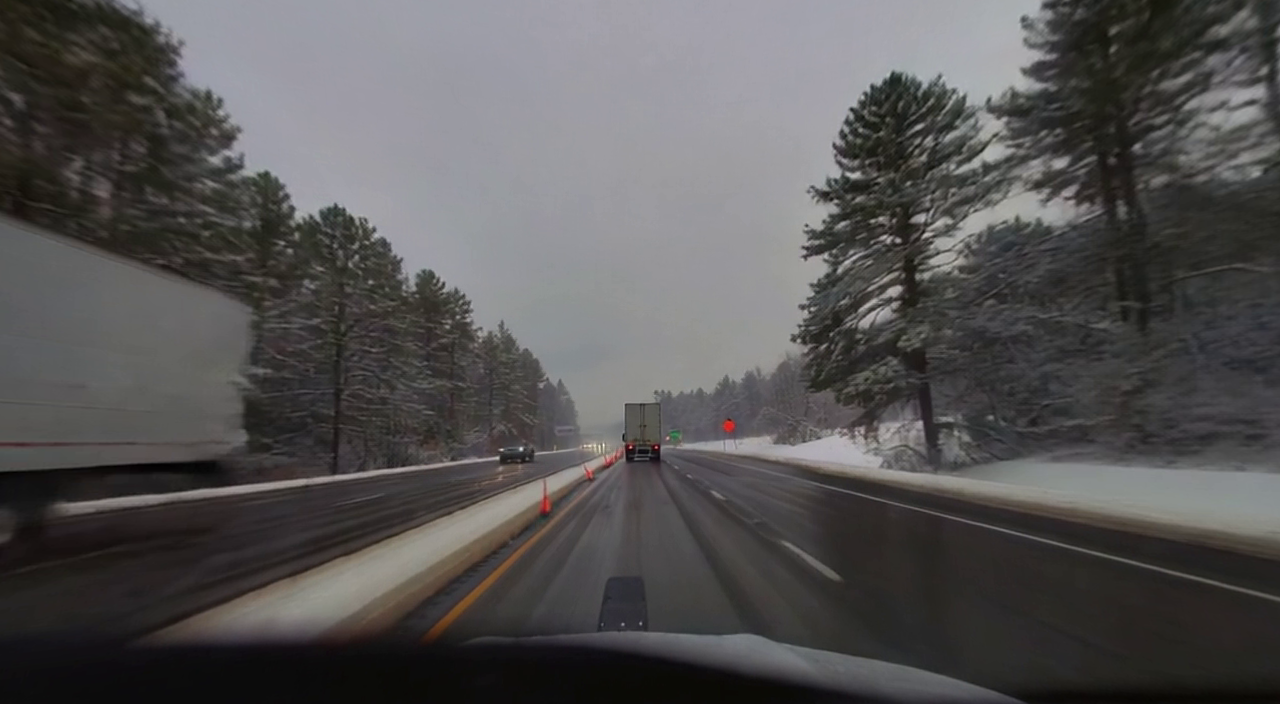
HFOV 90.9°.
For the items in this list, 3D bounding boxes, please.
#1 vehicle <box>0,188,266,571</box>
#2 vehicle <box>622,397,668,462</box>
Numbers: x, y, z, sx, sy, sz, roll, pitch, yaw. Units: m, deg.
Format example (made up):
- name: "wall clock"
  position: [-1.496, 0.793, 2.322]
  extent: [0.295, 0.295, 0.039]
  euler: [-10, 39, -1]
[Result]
- name: "vehicle"
  position: [-8.452, -0.212, 3.410]
  extent: [2.878, 4.192, 16.791]
  euler: [0, -8, -1]
- name: "vehicle"
  position: [0.205, 5.724, 45.738]
  extent: [2.935, 4.068, 11.036]
  euler: [0, -8, -1]
